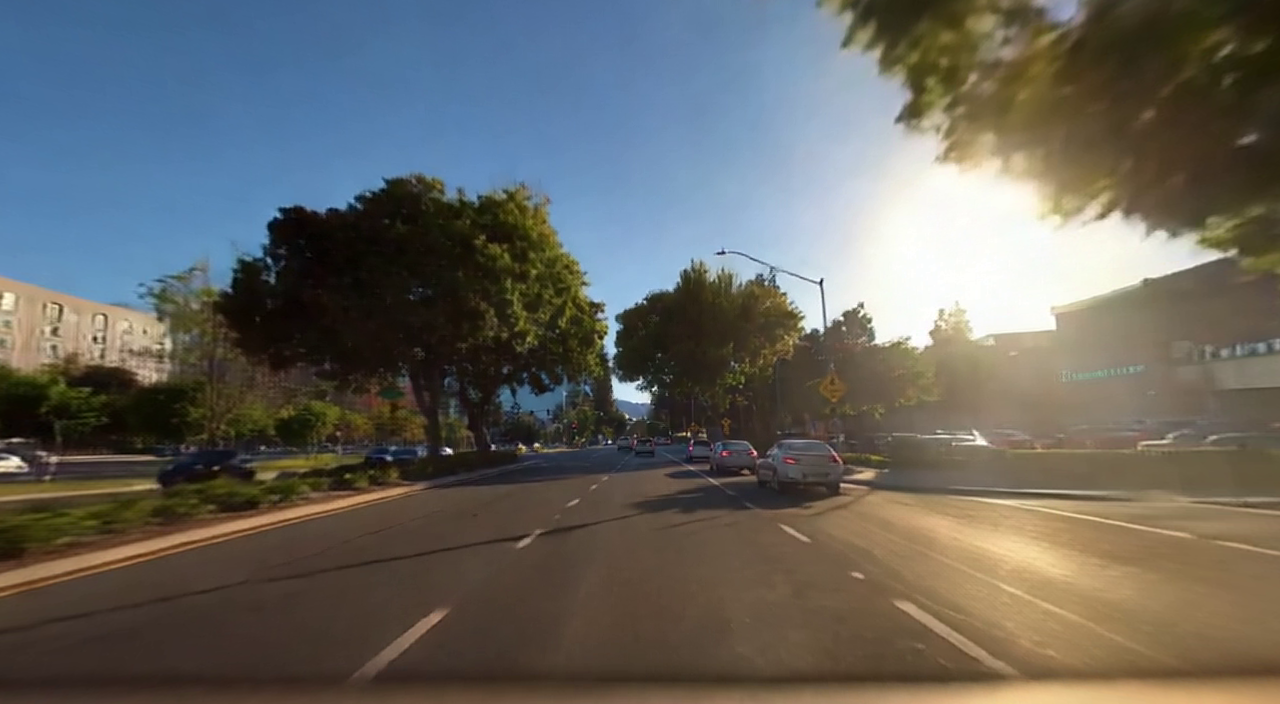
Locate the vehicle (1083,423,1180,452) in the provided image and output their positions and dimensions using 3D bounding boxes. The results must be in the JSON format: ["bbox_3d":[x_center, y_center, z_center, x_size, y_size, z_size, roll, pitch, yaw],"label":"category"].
[{"bbox_3d":[29.168,5.100,37.498,1.859,1.515,3.978,-1,-8,-26],"label":"vehicle"}]

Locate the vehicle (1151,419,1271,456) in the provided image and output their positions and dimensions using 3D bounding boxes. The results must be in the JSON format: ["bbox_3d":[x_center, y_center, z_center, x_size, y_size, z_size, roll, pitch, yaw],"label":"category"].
[{"bbox_3d":[29.036,4.330,32.329,1.811,1.664,5.065,-3,-7,6],"label":"vehicle"}]

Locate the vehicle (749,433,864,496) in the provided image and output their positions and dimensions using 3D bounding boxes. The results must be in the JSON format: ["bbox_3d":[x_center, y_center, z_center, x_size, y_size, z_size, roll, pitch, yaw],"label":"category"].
[{"bbox_3d":[4.308,2.964,17.025,1.913,1.463,4.198,0,-8,-1],"label":"vehicle"}]

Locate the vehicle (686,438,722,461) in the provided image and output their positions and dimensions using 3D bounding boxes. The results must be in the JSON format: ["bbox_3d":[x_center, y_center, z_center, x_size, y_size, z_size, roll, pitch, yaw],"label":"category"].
[{"bbox_3d":[4.325,6.625,43.205,1.939,1.474,4.716,0,-8,-1],"label":"vehicle"}]

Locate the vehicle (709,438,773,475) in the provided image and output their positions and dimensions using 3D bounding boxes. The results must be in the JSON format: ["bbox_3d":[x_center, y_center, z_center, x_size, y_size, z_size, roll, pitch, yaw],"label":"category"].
[{"bbox_3d":[4.190,4.395,26.817,1.872,1.431,4.270,0,-8,-1],"label":"vehicle"}]

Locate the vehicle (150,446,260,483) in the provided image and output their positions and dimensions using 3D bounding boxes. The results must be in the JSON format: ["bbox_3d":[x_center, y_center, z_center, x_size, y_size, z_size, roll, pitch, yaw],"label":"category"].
[{"bbox_3d":[-20.787,5.358,30.421,1.936,1.603,4.714,0,-8,0],"label":"vehicle"}]

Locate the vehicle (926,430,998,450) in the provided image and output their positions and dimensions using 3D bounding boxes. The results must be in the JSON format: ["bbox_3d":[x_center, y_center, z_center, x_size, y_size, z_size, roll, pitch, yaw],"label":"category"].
[{"bbox_3d":[24.120,6.624,47.410,1.826,1.424,4.544,4,-9,-28],"label":"vehicle"}]

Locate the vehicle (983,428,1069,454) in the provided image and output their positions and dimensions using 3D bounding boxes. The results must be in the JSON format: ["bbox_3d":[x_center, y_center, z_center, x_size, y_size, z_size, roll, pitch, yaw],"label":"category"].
[{"bbox_3d":[23.697,5.483,38.782,1.837,1.536,4.036,6,-10,-37],"label":"vehicle"}]
